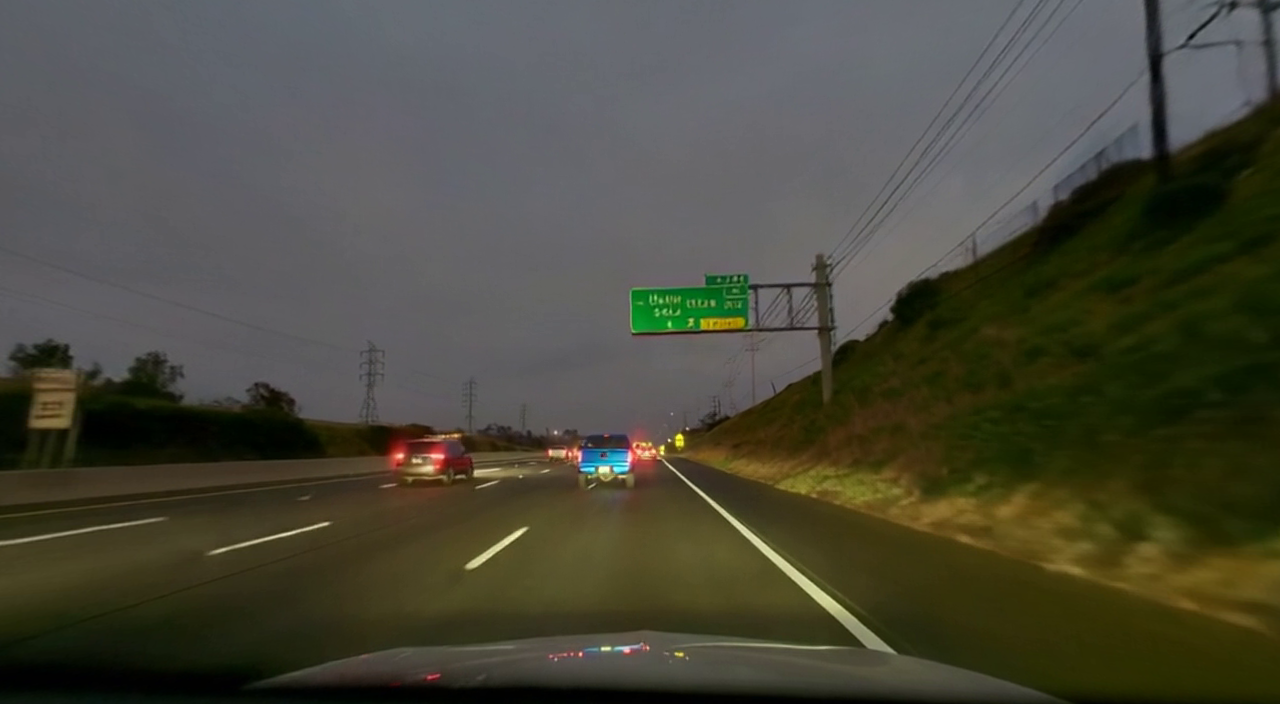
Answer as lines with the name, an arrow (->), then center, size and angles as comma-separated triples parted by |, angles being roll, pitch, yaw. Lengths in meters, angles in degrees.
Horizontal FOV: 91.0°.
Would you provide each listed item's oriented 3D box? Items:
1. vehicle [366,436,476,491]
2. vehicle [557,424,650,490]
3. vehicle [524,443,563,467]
vehicle -> -7.172, 3.685, 21.191 | 2.055, 1.618, 4.457 | 0, -9, 1
vehicle -> -1.152, 3.830, 23.337 | 2.972, 2.087, 6.126 | 0, -9, 0
vehicle -> -7.354, 7.867, 48.369 | 2.143, 1.688, 4.776 | 0, -9, 1
